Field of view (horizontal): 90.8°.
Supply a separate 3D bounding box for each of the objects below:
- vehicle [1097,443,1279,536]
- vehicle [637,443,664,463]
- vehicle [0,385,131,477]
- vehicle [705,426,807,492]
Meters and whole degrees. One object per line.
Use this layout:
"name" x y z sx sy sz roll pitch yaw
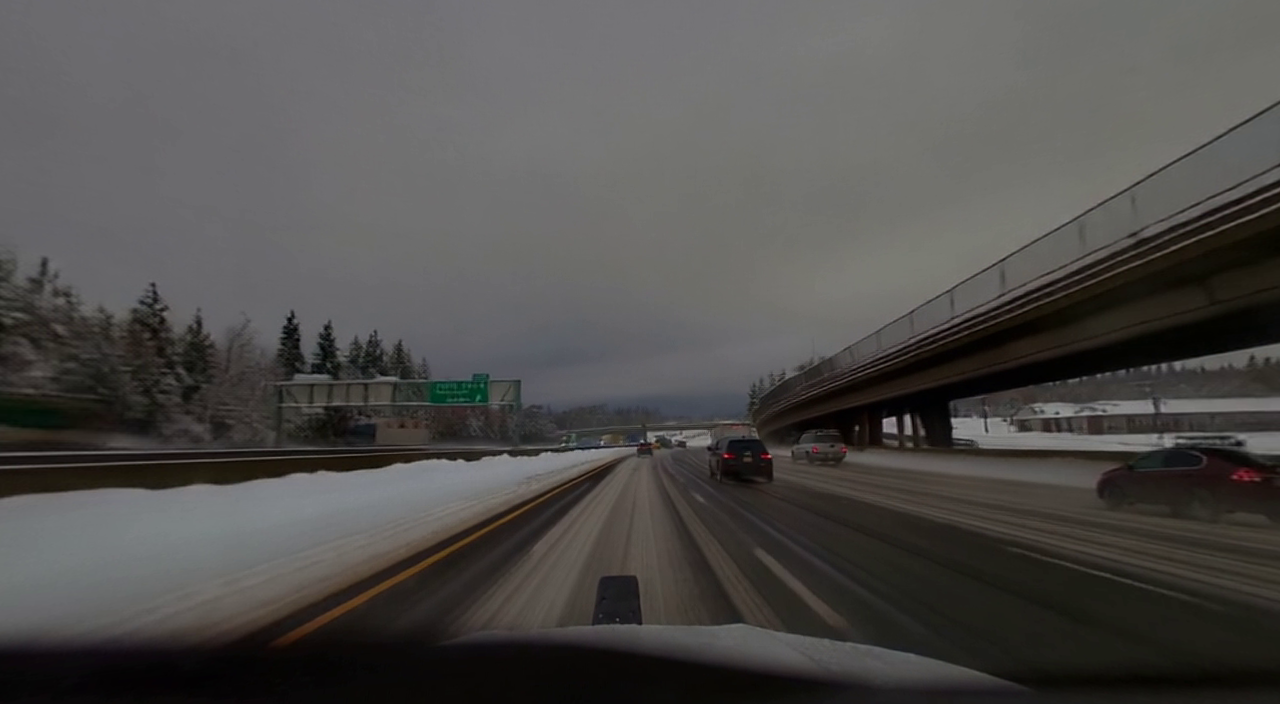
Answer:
"vehicle" 10.986 2.419 11.610 1.827 1.448 4.370 0 -9 -1
"vehicle" 0.818 7.778 48.939 2.046 1.475 3.784 0 -9 2
"vehicle" -30.039 3.654 28.976 3.039 4.055 12.039 0 -9 1
"vehicle" 3.430 3.306 19.748 2.226 1.779 4.835 0 -9 0
